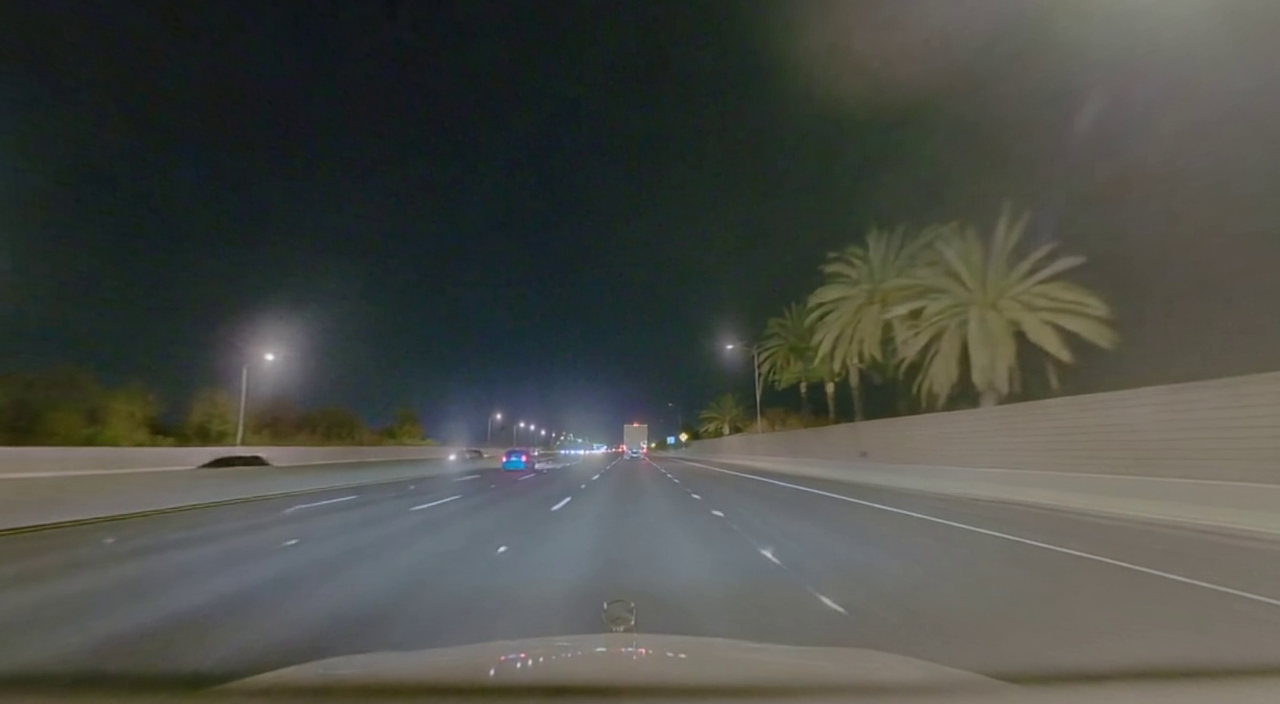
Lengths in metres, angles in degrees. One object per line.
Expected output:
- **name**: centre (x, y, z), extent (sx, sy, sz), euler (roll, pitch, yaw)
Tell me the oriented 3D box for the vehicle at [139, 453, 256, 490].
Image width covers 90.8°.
- **vehicle**: centre (-20.095, 5.420, 29.005), extent (1.963, 1.481, 4.748), euler (0, -9, 0)
